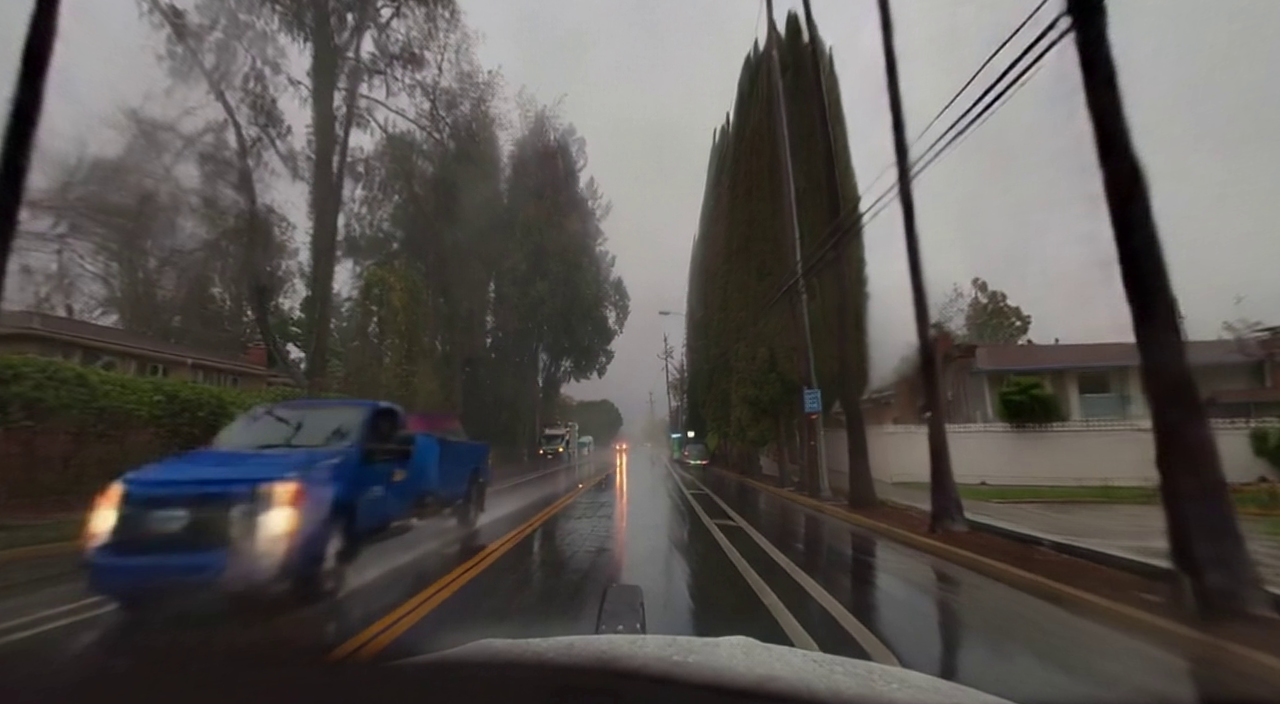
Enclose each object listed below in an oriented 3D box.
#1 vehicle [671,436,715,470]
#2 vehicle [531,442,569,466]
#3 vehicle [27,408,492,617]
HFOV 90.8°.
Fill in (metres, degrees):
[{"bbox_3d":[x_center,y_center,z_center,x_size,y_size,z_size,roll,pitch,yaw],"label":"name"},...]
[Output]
[{"bbox_3d":[3.056,5.942,37.451,2.168,1.851,4.861,0,-8,-1],"label":"vehicle"},{"bbox_3d":[-6.494,7.420,46.022,1.935,1.655,4.409,0,-9,2],"label":"vehicle"},{"bbox_3d":[-3.737,1.707,7.955,2.336,1.669,5.581,0,-8,1],"label":"vehicle"}]
